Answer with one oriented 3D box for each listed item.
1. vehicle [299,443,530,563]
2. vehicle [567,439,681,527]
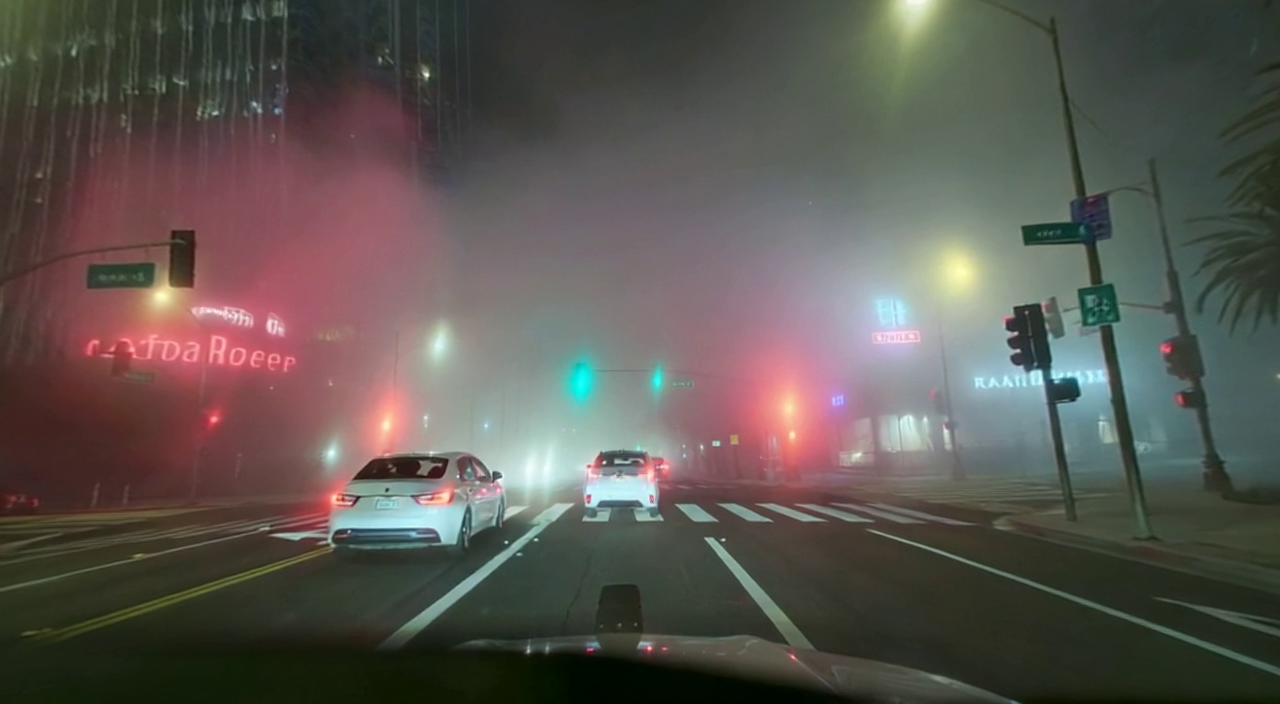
[{"bbox_3d":[-3.296,2.282,10.422,2.096,1.492,4.666,0,-8,0],"label":"vehicle"},{"bbox_3d":[-0.341,2.788,14.008,2.145,1.632,3.972,0,-8,-1],"label":"vehicle"}]
